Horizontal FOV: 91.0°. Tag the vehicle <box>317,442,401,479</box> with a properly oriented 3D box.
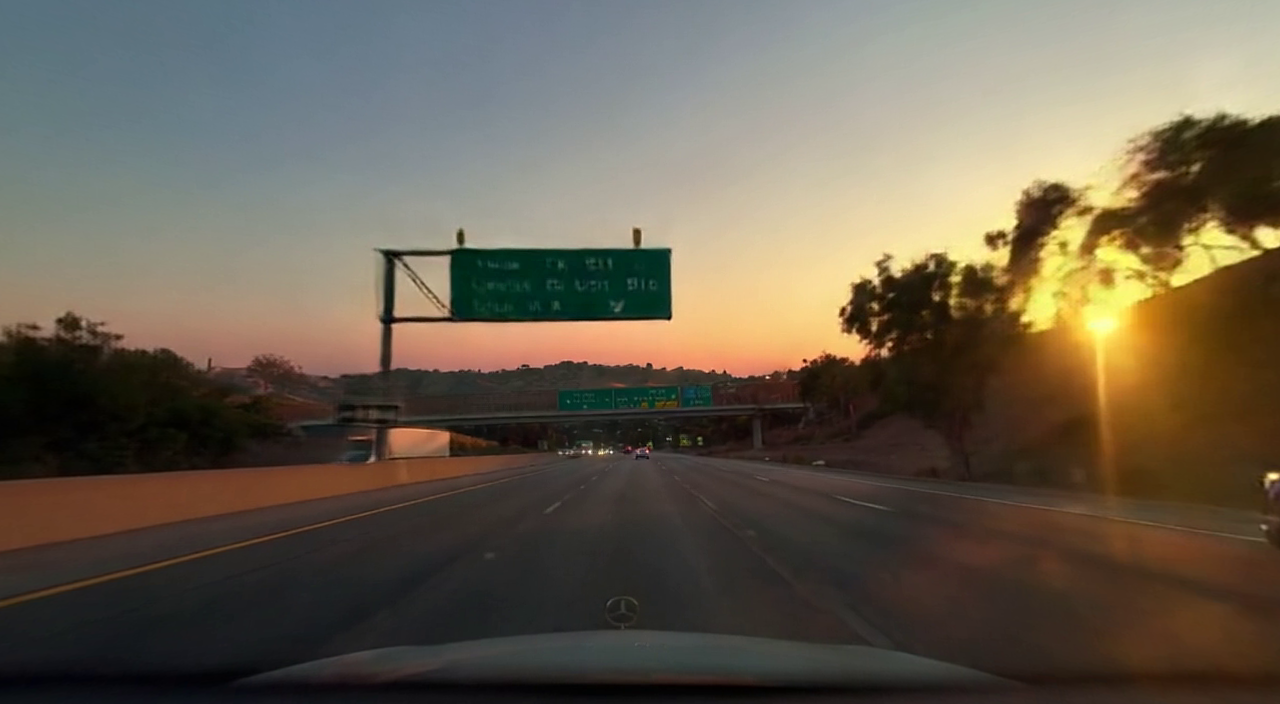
[{"bbox_3d":[-17.045,6.593,38.675,2.300,2.045,5.945,0,-9,1],"label":"vehicle"}]
